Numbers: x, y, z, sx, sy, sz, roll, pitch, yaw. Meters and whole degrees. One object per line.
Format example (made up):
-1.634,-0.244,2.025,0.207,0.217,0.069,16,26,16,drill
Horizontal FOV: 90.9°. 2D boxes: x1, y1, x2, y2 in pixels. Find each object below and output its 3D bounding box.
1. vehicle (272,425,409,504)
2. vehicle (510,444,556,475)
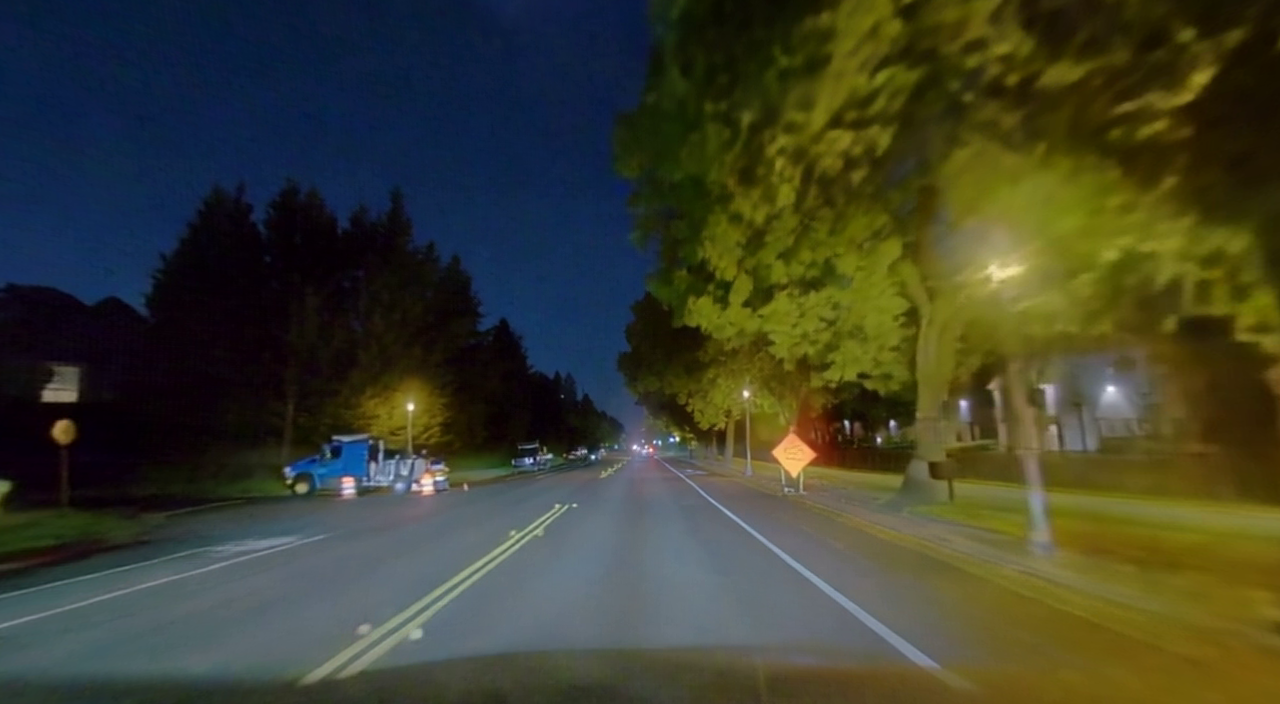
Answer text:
-10.697,4.020,22.888,4.120,2.628,2.064,3,-9,-19,vehicle
-7.935,8.004,47.397,2.422,1.855,6.165,-4,-7,-2,vehicle
